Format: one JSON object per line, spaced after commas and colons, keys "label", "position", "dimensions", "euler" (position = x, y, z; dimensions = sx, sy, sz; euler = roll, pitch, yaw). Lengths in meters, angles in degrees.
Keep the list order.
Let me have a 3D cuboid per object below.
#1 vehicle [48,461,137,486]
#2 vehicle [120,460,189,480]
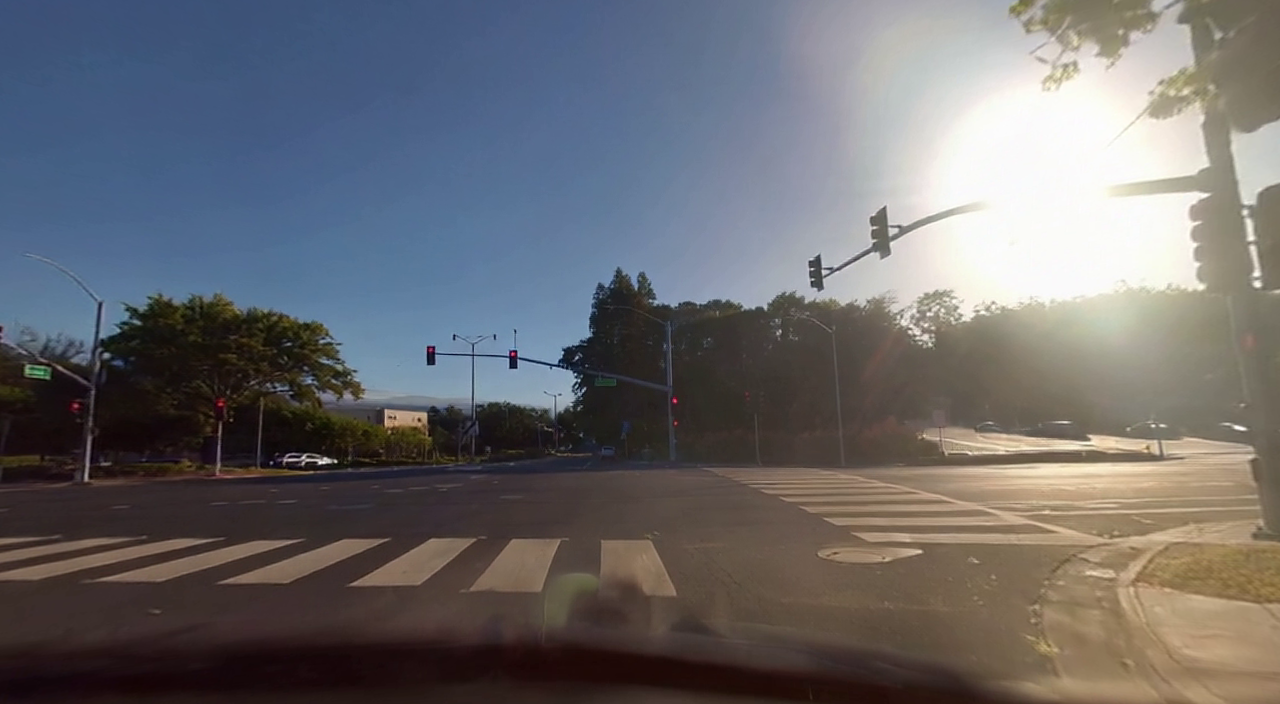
{"label": "vehicle", "position": [-36.142, 8.001, 41.673], "dimensions": [4.241, 1.413, 1.673], "euler": [-2, -7, -2]}
{"label": "vehicle", "position": [-35.897, 8.716, 46.665], "dimensions": [3.681, 1.423, 1.680], "euler": [0, -8, -1]}
